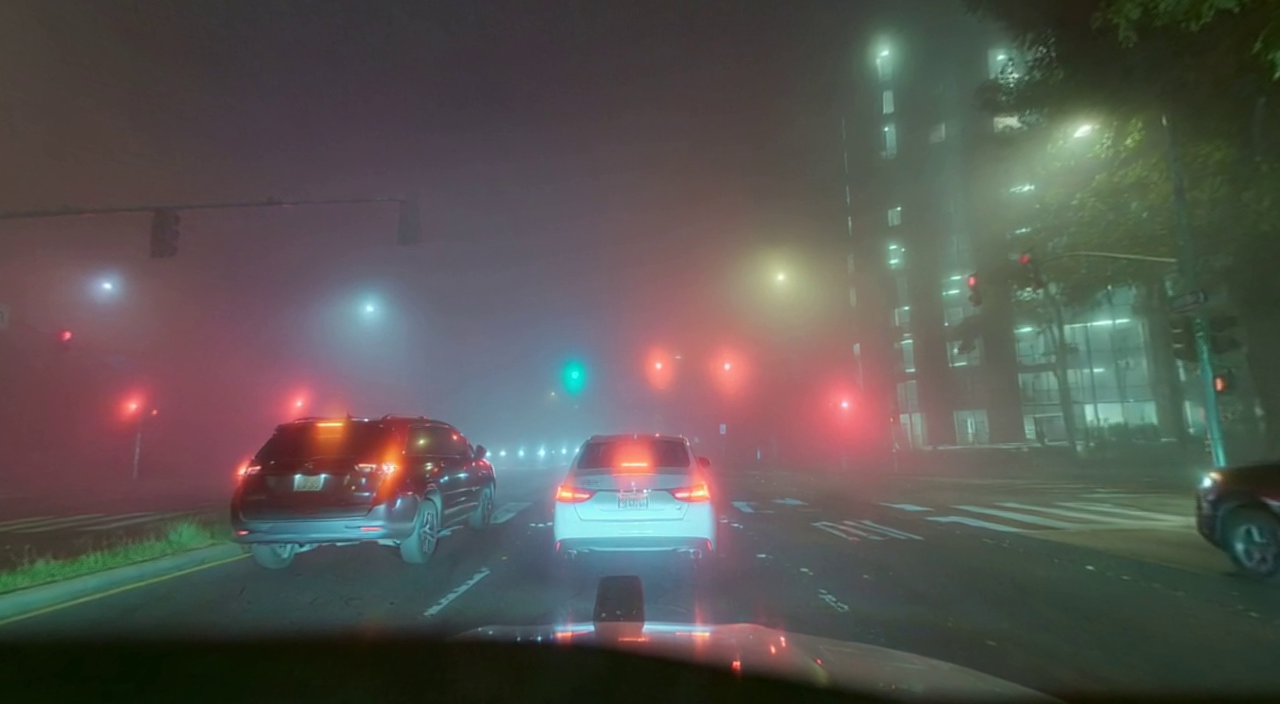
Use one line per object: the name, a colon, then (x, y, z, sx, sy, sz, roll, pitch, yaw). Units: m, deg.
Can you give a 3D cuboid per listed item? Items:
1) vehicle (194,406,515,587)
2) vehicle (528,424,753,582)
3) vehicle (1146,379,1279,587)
vehicle: (-3.171, 1.706, 8.317, 2.081, 1.719, 4.434, 0, -8, 1)
vehicle: (0.021, 1.756, 8.145, 2.190, 1.522, 3.850, 0, -8, 1)
vehicle: (6.701, 0.978, 4.340, 2.079, 1.828, 5.323, 0, -8, 1)
